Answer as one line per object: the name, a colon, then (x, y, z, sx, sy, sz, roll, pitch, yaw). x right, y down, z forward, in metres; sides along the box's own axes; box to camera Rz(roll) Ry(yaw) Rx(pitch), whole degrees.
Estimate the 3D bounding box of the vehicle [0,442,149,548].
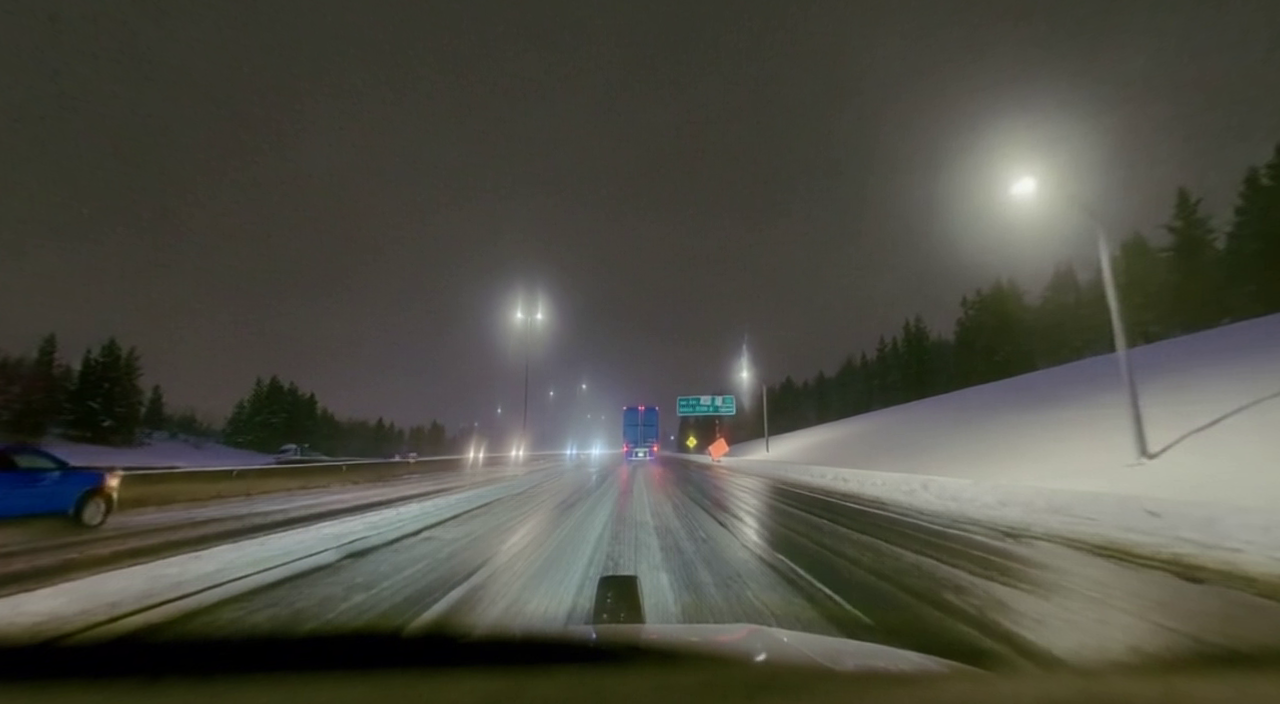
vehicle: (-10.396, 2.122, 9.411, 2.096, 1.538, 4.998, 0, -9, 0)
